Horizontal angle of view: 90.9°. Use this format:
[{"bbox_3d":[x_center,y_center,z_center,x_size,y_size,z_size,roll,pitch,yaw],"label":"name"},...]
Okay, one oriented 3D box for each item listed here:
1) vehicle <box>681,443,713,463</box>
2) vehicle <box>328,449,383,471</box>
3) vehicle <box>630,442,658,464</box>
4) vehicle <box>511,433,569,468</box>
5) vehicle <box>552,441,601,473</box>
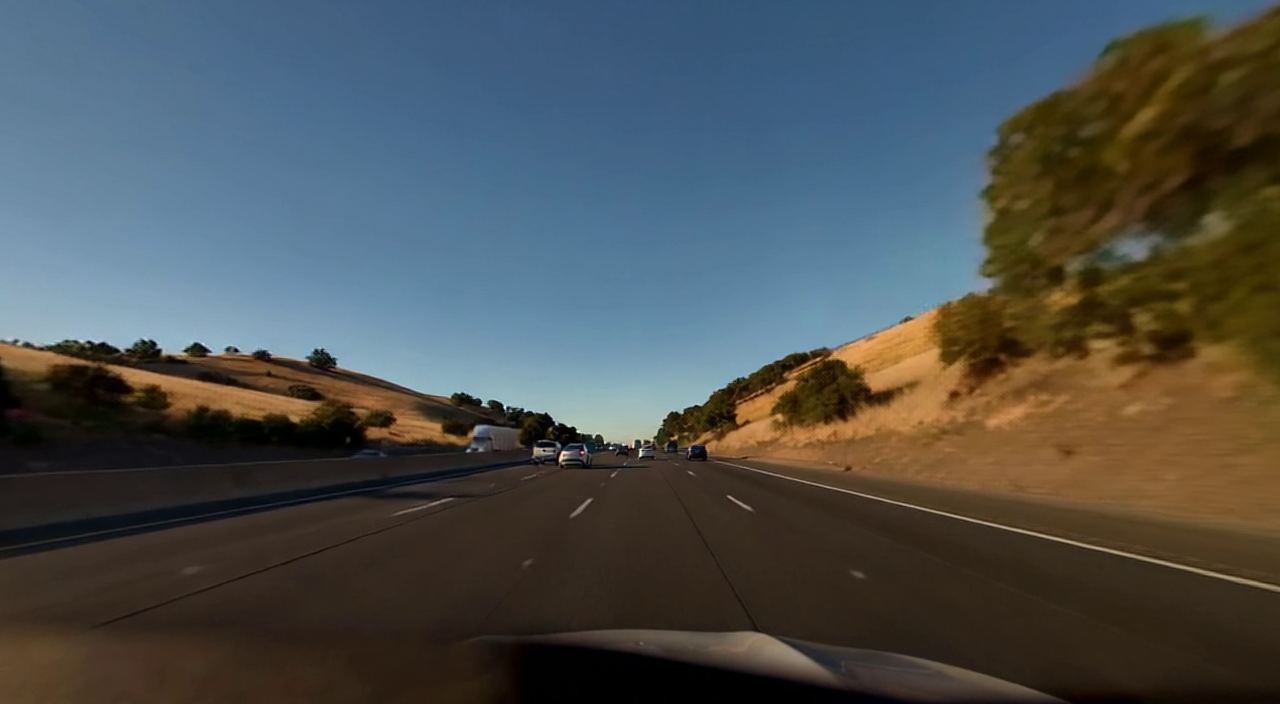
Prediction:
[{"bbox_3d":[4.390,7.899,49.439,2.027,1.525,4.348,0,-8,-1],"label":"vehicle"},{"bbox_3d":[-21.099,8.001,46.950,1.846,1.471,4.747,0,-8,1],"label":"vehicle"},{"bbox_3d":[0.273,7.635,47.905,2.031,1.566,3.904,0,-8,0],"label":"vehicle"},{"bbox_3d":[-6.342,6.379,40.871,2.589,2.063,6.206,0,-8,1],"label":"vehicle"},{"bbox_3d":[-3.296,5.568,33.733,2.091,1.552,4.516,0,-8,1],"label":"vehicle"}]
